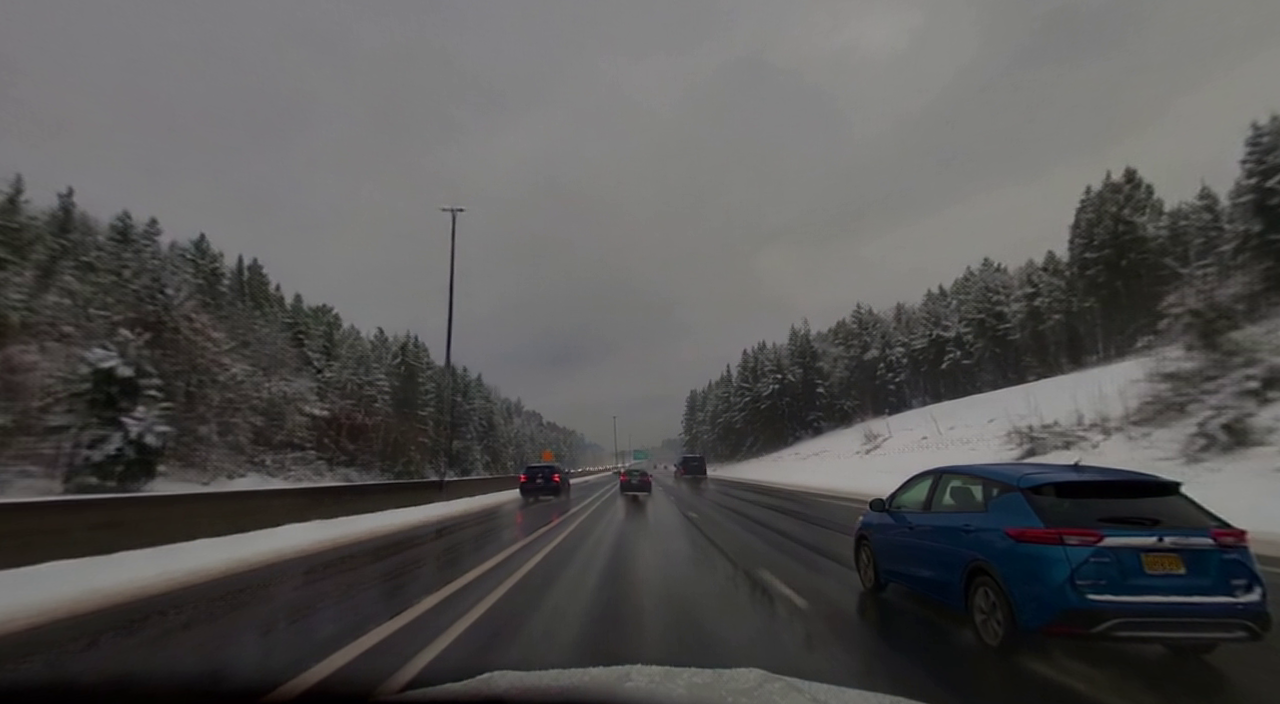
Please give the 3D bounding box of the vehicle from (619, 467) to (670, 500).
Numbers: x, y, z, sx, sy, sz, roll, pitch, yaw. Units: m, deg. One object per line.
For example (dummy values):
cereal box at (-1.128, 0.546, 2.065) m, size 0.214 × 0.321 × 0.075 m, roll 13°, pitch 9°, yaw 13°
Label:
vehicle at (0.202, 6.258, 30.204) m, size 2.241 × 1.425 × 3.973 m, roll 1°, pitch -10°, yaw 0°

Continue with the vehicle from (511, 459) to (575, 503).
vehicle at (-4.074, 5.508, 27.151) m, size 2.021 × 1.706 × 4.247 m, roll 1°, pitch -10°, yaw 0°

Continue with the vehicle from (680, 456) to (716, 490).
vehicle at (3.978, 8.370, 43.616) m, size 2.030 × 2.172 × 3.621 m, roll 1°, pitch -10°, yaw -2°

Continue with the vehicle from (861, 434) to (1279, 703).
vehicle at (3.648, 1.617, 5.548) m, size 1.938 × 1.561 × 3.786 m, roll 1°, pitch -10°, yaw -1°
